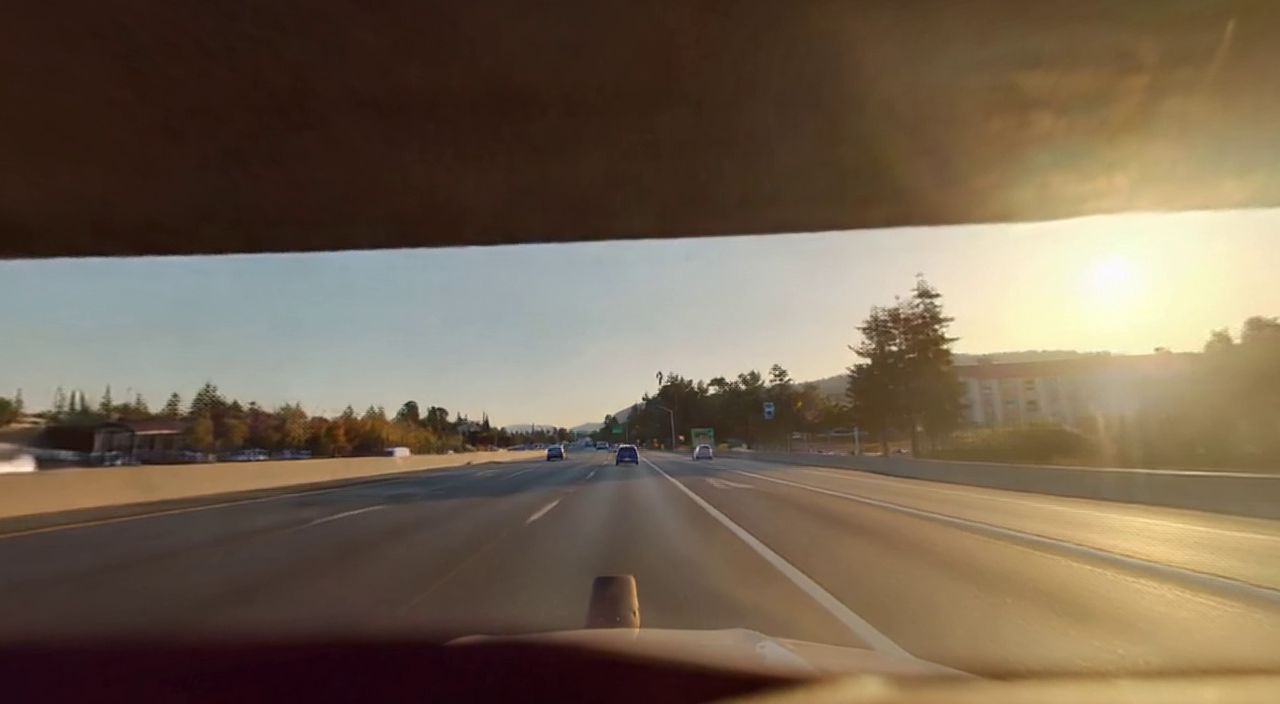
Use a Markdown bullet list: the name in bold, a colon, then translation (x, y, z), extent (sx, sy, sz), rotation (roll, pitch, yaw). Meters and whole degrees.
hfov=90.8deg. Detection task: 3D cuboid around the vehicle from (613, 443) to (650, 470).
- **vehicle**: translation (-0.525, 5.916, 35.986), extent (2.012, 1.471, 4.059), rotation (0, -8, -2)
